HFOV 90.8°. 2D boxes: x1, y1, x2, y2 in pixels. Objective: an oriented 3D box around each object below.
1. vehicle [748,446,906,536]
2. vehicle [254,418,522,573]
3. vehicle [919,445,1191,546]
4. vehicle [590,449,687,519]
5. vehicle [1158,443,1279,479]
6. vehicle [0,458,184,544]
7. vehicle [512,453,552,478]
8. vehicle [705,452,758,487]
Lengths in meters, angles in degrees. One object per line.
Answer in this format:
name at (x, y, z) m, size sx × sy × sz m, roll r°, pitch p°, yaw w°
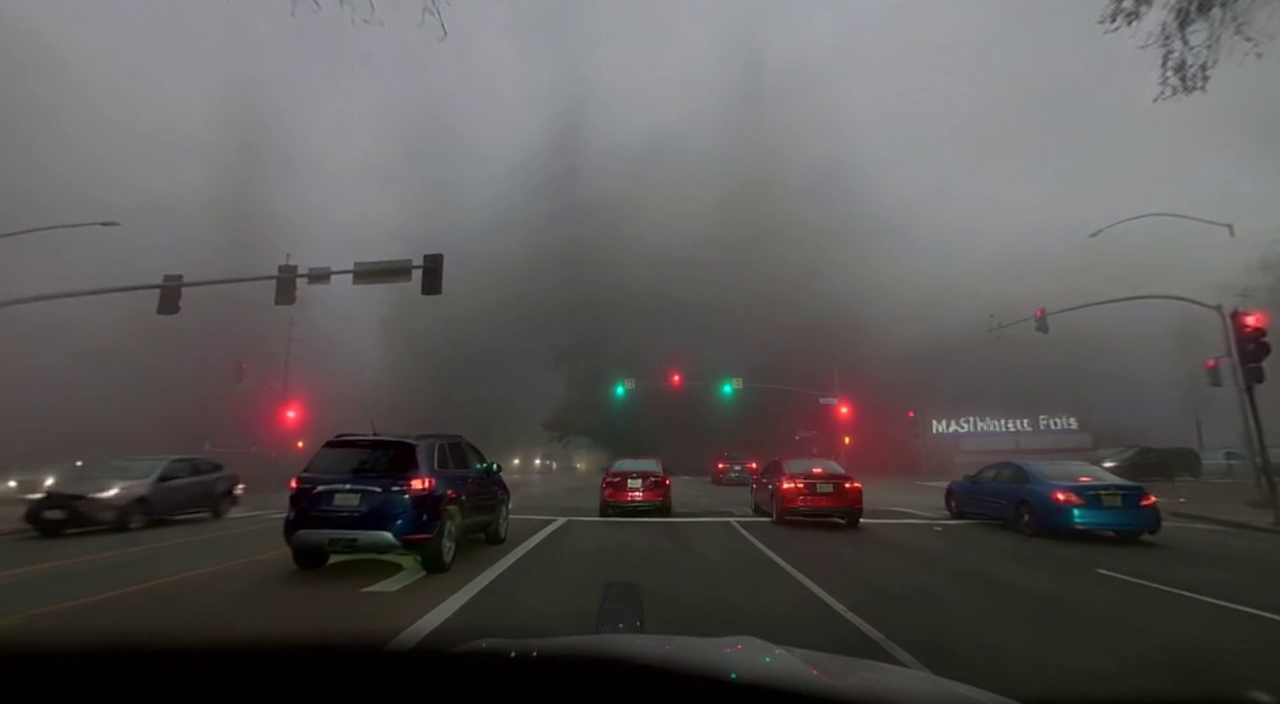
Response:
vehicle at (3.570, 2.704, 12.949) m, size 2.020 × 1.513 × 4.120 m, roll 0°, pitch -8°, yaw 1°
vehicle at (-3.478, 2.086, 10.126) m, size 2.160 × 1.823 × 5.115 m, roll 0°, pitch -8°, yaw 0°
vehicle at (7.369, 2.540, 12.003) m, size 2.004 × 1.508 × 4.646 m, roll 0°, pitch -8°, yaw 0°
vehicle at (-0.016, 3.165, 15.693) m, size 2.098 × 1.477 × 3.897 m, roll 0°, pitch -8°, yaw 0°
vehicle at (30.291, 5.652, 32.925) m, size 4.581 × 1.765 × 1.943 m, roll -1°, pitch -8°, yaw 7°
vehicle at (-12.606, 3.095, 13.723) m, size 1.912 × 1.477 × 4.398 m, roll -1°, pitch -8°, yaw 4°
vehicle at (-7.693, 8.078, 45.354) m, size 1.962 × 1.639 × 4.259 m, roll -1°, pitch -8°, yaw 3°
vehicle at (4.264, 5.516, 30.016) m, size 1.888 × 1.472 × 4.528 m, roll 0°, pitch -8°, yaw 0°
